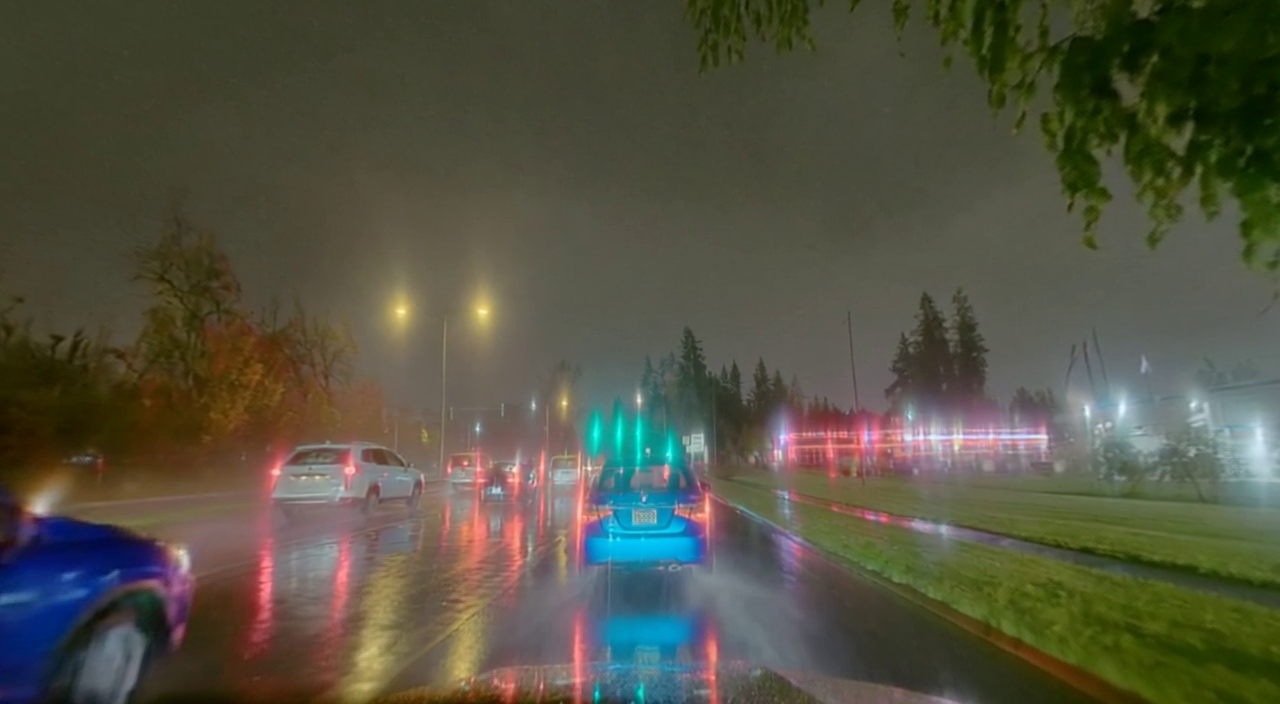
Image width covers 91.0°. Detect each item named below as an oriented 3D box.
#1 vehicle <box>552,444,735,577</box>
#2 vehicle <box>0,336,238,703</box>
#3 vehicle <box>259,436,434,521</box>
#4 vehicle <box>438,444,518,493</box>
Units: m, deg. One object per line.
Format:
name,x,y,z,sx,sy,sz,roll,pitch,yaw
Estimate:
vehicle,0.086,2.126,9.278,2.091,1.494,3.962,0,-9,1
vehicle,-3.614,0.651,1.513,2.055,1.725,4.732,0,-9,1
vehicle,-6.928,3.012,15.558,2.032,1.767,4.549,0,-9,1
vehicle,-6.768,4.893,26.866,2.130,1.900,4.470,0,-9,1
